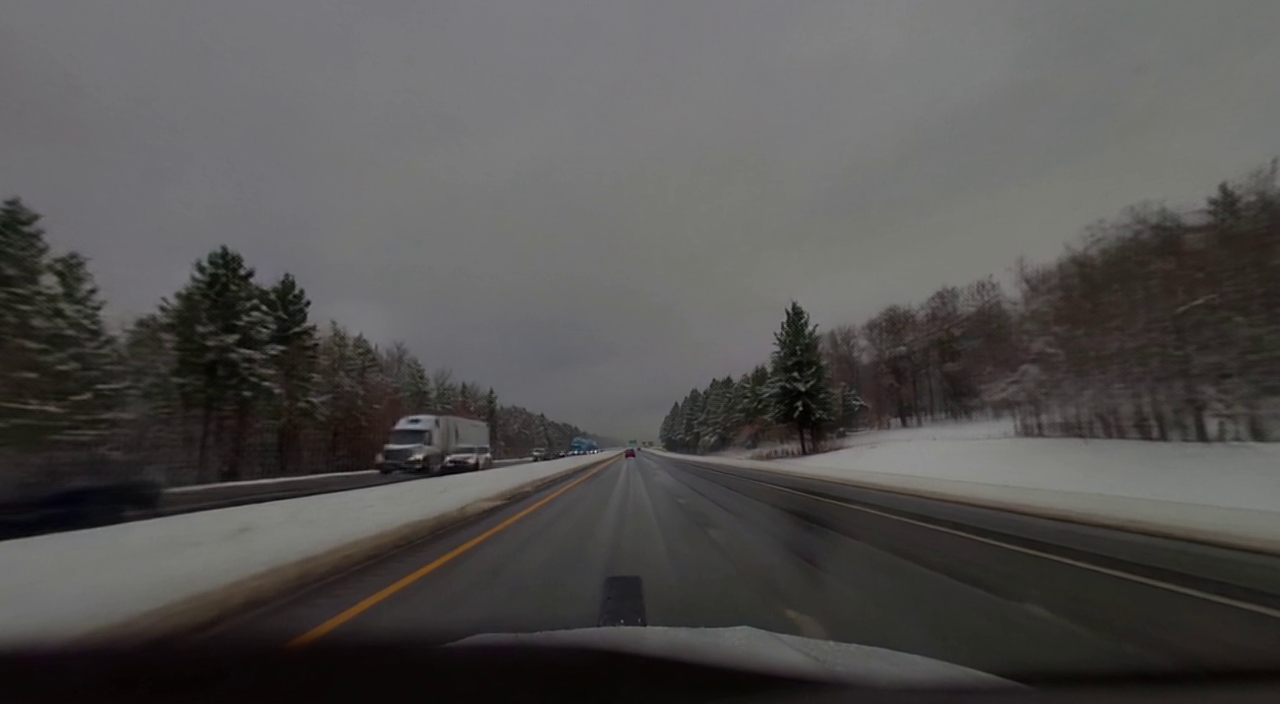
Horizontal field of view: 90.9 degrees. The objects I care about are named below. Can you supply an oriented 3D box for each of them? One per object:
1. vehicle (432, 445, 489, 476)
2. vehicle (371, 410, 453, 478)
[{"bbox_3d":[-10.111,6.128,35.776,2.035,1.665,4.214,0,-9,-1],"label":"vehicle"},{"bbox_3d":[-14.574,5.993,40.881,3.026,4.024,6.039,0,-9,-1],"label":"vehicle"}]
